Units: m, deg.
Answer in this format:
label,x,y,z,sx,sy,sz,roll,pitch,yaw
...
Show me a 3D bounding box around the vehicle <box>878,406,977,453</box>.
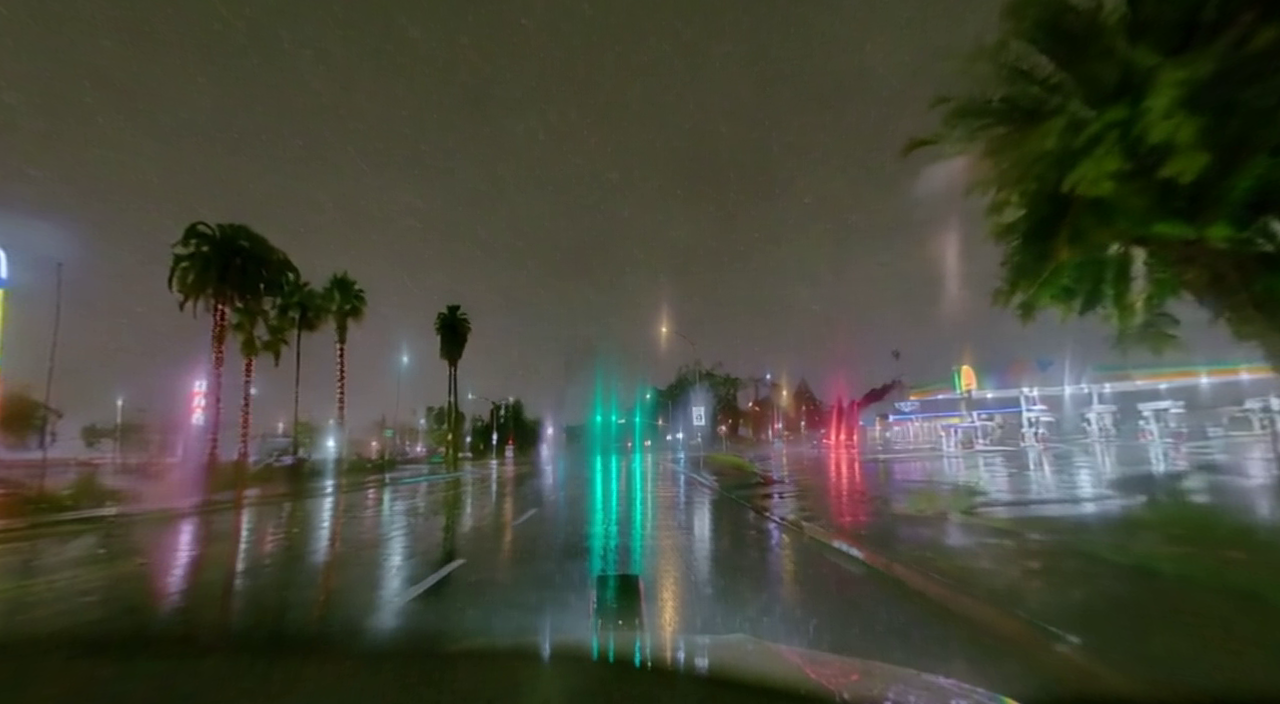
label,x,y,z,sx,sy,sz,roll,pitch,yaw
vehicle,16.004,4.358,34.976,5.529,2.395,2.399,6,-10,-35
